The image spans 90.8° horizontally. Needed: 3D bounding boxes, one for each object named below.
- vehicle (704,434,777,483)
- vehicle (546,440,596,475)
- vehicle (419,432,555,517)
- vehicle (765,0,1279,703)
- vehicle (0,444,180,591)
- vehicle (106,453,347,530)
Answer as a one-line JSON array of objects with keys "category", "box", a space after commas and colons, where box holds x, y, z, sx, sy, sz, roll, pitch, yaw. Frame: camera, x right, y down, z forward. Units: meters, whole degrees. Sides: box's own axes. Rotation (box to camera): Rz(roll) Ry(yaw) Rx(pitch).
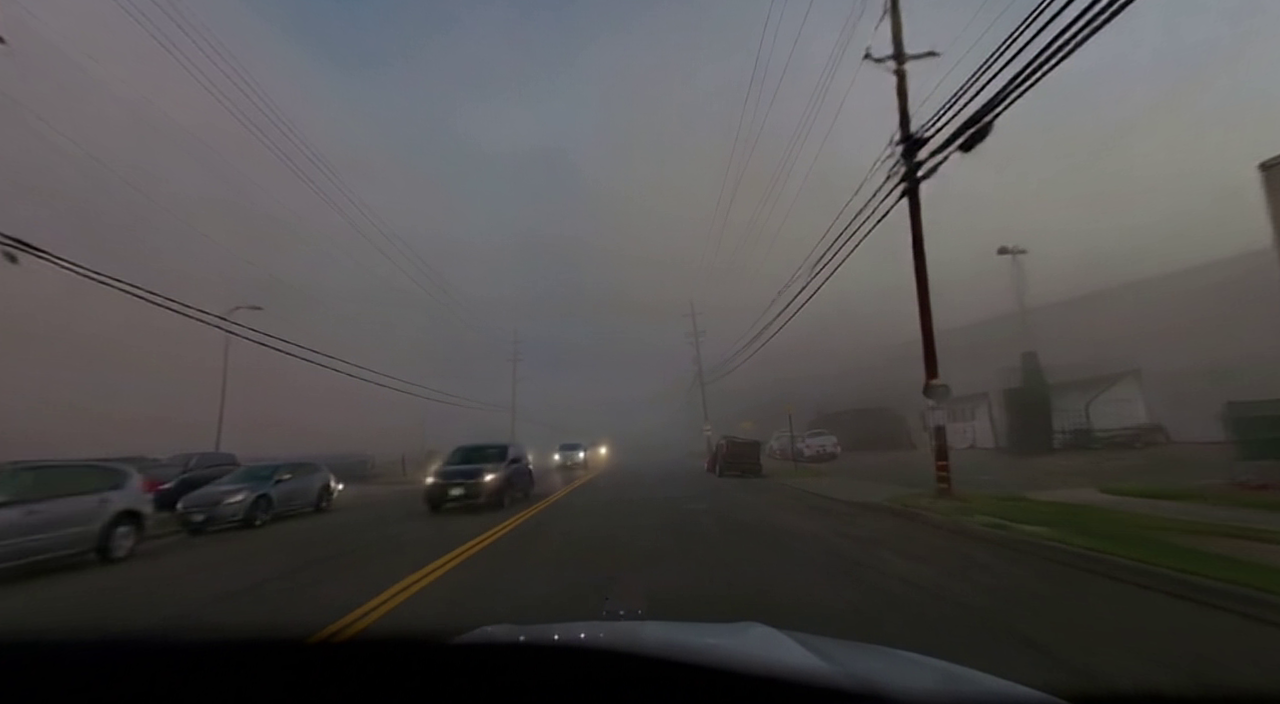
[{"category": "vehicle", "box": [3.846, 4.155, 25.014, 2.092, 1.730, 4.595, 0, -9, 0]}, {"category": "vehicle", "box": [-3.603, 5.642, 33.983, 2.100, 1.723, 4.433, -1, -9, 1]}, {"category": "vehicle", "box": [-3.381, 2.794, 14.872, 2.061, 1.679, 4.042, -1, -9, 2]}, {"category": "vehicle", "box": [3.507, 0.324, 6.188, 2.874, 3.757, 8.612, 2, -9, 1]}, {"category": "vehicle", "box": [-8.241, 2.037, 7.619, 1.954, 1.622, 4.761, -5, -8, -1]}, {"category": "vehicle", "box": [-10.360, 3.503, 16.199, 4.757, 1.537, 1.957, -2, -8, -5]}]
